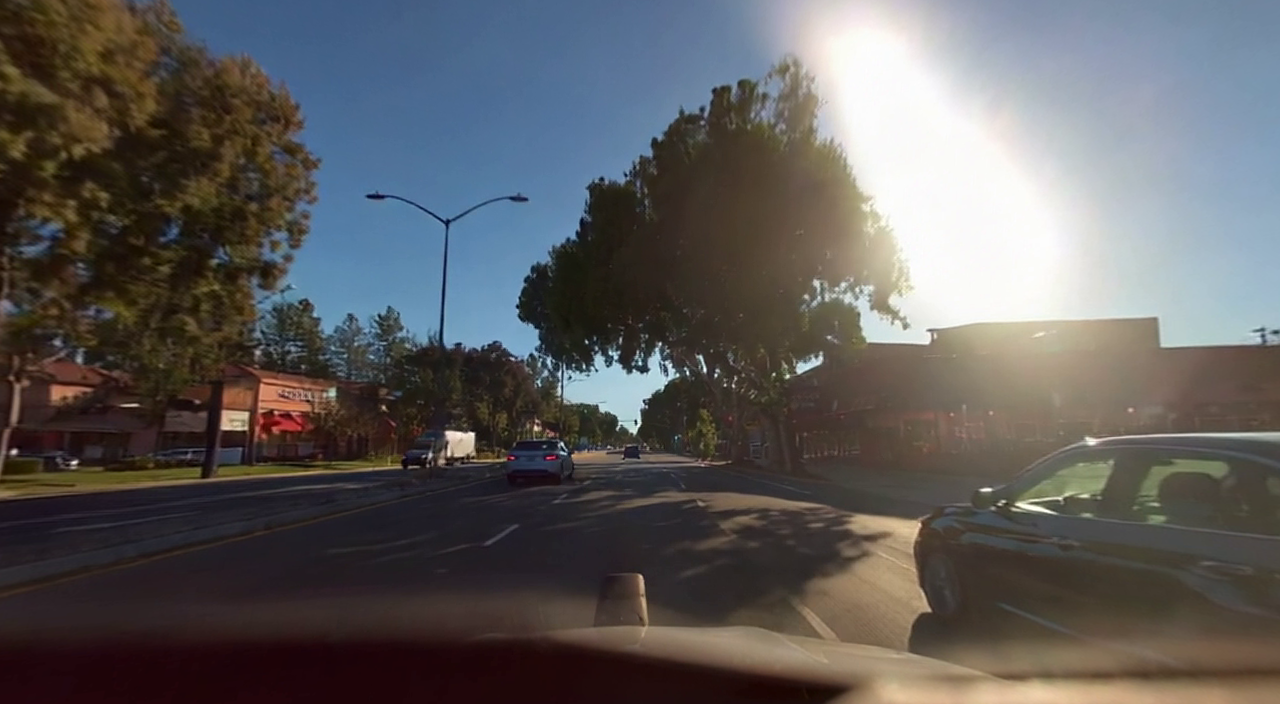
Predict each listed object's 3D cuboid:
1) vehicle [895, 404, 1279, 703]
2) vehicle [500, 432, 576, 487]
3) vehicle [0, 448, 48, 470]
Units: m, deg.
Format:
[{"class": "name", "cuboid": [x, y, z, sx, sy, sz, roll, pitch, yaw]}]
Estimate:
[{"class": "vehicle", "cuboid": [3.326, 1.100, 3.278, 1.975, 1.502, 4.787, 0, -9, 0]}, {"class": "vehicle", "cuboid": [-3.641, 3.940, 23.446, 1.997, 1.806, 4.500, 0, -9, 1]}, {"class": "vehicle", "cuboid": [-46.379, 7.802, 45.965, 1.808, 1.561, 4.918, 0, -10, -1]}]
